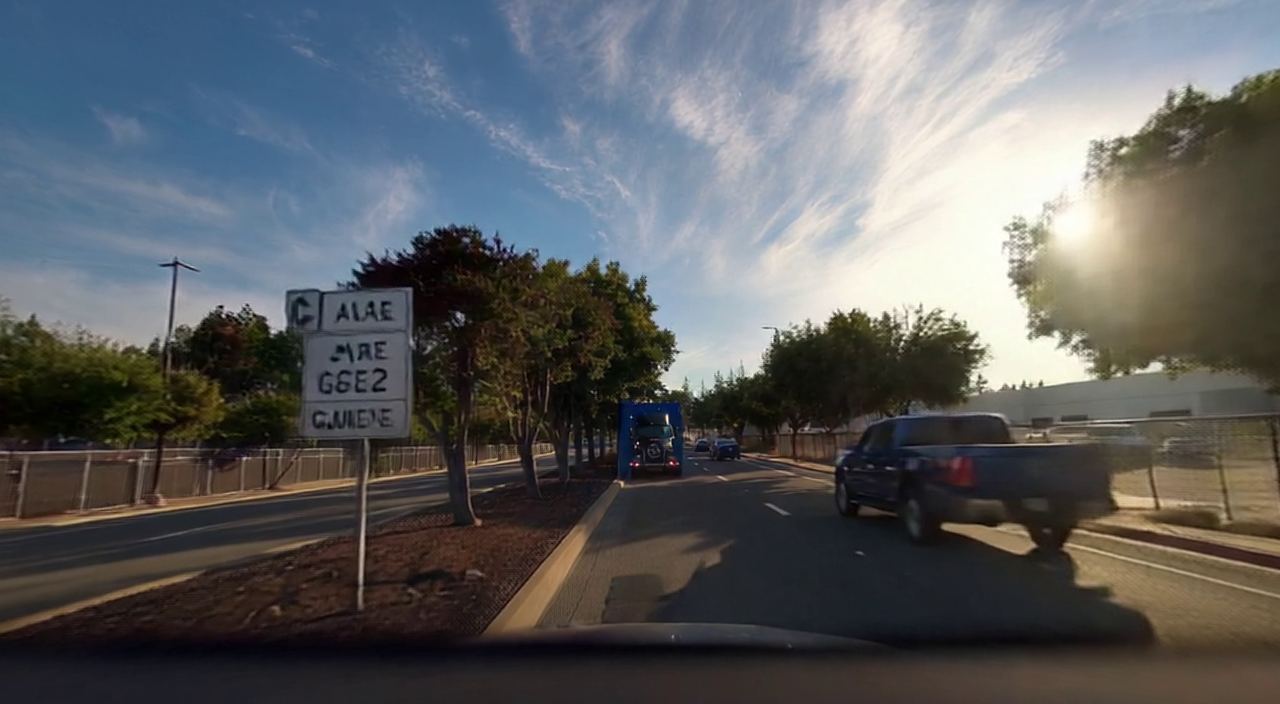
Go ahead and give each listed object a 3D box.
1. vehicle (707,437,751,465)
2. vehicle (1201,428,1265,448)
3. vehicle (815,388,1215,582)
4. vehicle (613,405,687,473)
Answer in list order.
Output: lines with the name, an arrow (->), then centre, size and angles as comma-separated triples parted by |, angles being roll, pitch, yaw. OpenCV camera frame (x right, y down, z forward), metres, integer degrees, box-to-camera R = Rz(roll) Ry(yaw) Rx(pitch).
vehicle -> 5.449, 6.152, 39.299 | 2.076, 1.661, 4.524 | 0, -8, 0
vehicle -> 44.769, 6.485, 47.679 | 1.664, 1.434, 3.771 | -3, -8, 11
vehicle -> 4.325, 1.648, 8.682 | 2.375, 1.857, 5.100 | 0, -8, 0
vehicle -> 0.547, 4.305, 31.091 | 3.197, 2.963, 7.055 | 0, -8, 2
